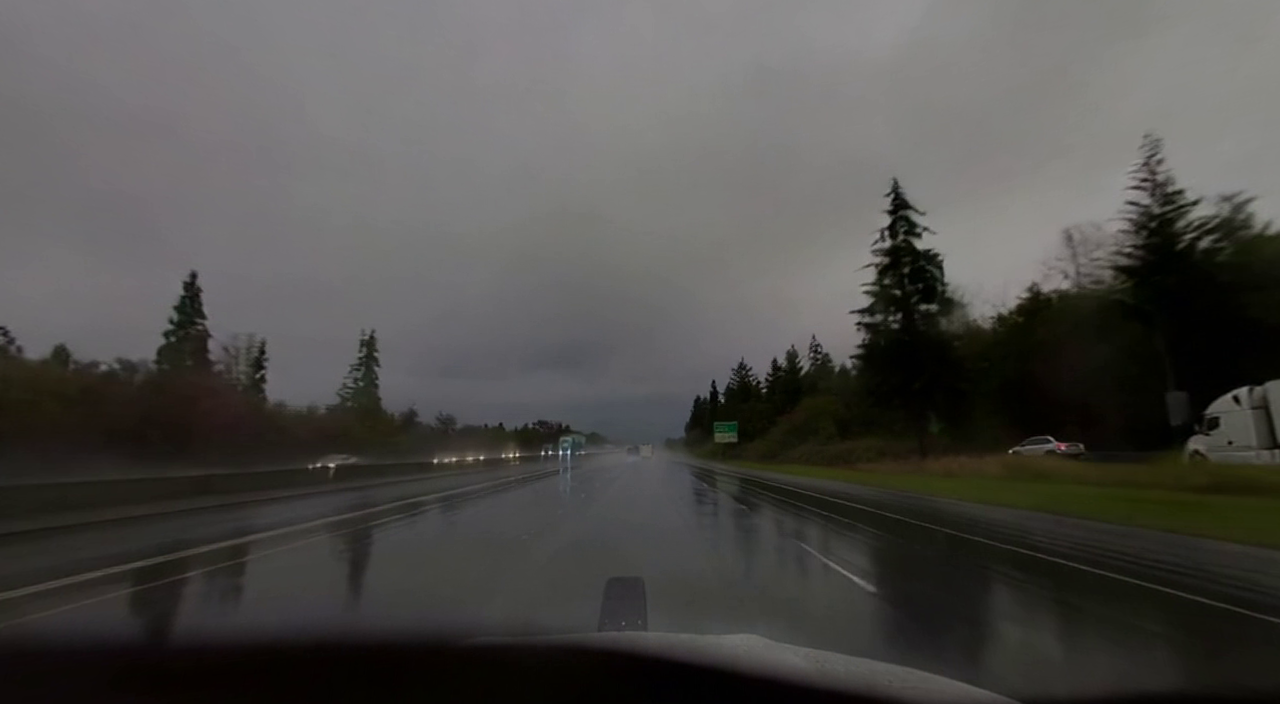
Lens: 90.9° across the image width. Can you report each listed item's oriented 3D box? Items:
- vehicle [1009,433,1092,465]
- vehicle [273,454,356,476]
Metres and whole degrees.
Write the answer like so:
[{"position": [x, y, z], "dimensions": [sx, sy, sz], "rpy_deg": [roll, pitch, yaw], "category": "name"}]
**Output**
[{"position": [24.451, 5.804, 37.664], "dimensions": [2.038, 1.823, 3.744], "rpy_deg": [1, -9, -9], "category": "vehicle"}, {"position": [-16.298, 5.661, 31.782], "dimensions": [2.045, 0.984, 3.862], "rpy_deg": [0, -9, 2], "category": "vehicle"}]
